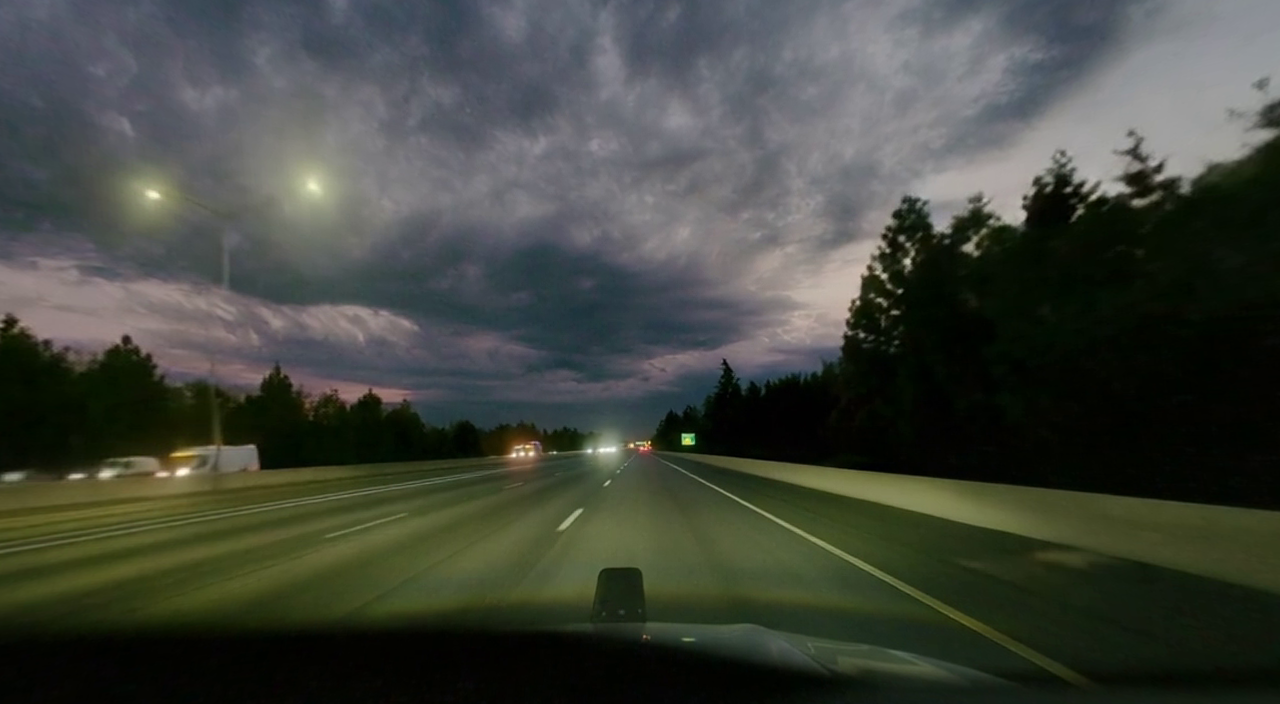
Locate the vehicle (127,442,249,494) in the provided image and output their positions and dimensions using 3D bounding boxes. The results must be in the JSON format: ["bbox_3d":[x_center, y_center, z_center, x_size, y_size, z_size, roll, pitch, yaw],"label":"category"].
[{"bbox_3d":[-24.193,6.184,34.124,2.548,2.511,5.309,0,-9,0],"label":"vehicle"}]

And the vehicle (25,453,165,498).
[{"bbox_3d":[-24.150,5.448,28.242,2.042,1.756,4.678,0,-9,0],"label":"vehicle"}]
